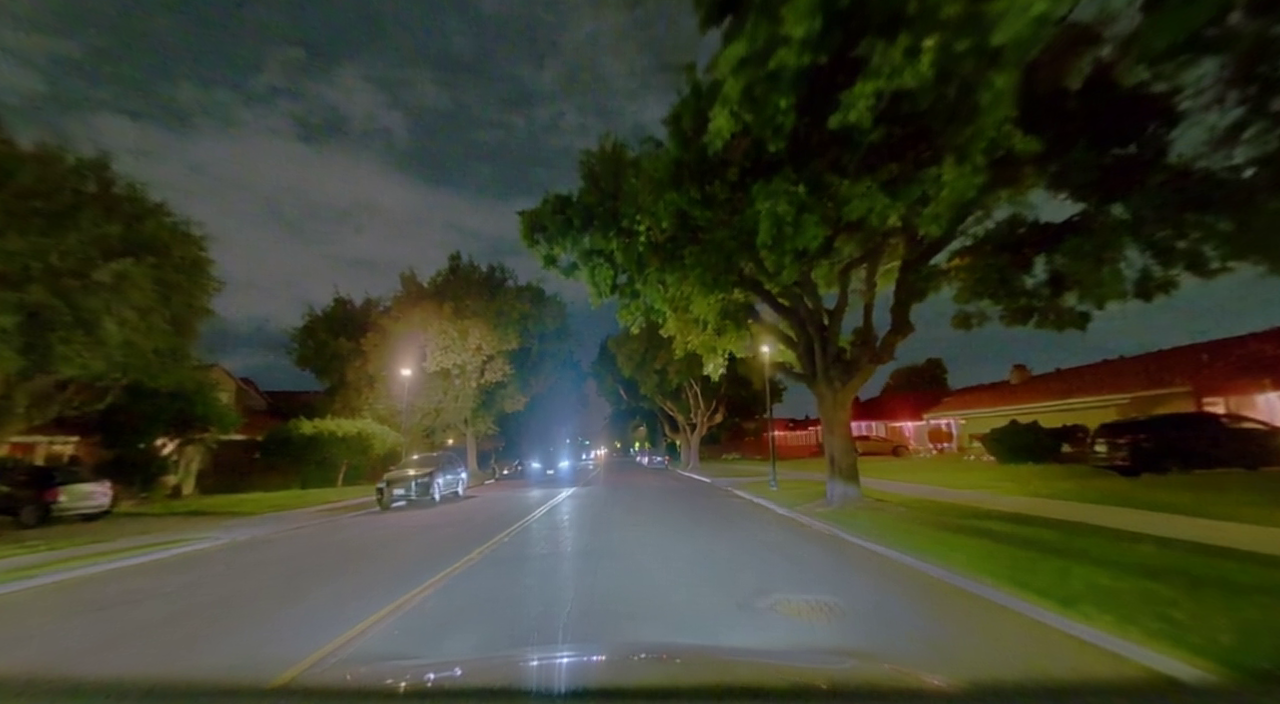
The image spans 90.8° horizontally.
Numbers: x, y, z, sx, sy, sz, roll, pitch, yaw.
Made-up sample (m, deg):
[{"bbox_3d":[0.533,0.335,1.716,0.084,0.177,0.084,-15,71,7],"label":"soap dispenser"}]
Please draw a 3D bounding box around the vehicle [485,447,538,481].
[{"bbox_3d":[-6.841,5.991,34.101,2.033,1.721,4.328,0,-9,-1],"label":"vehicle"}]

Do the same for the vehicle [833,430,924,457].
[{"bbox_3d":[13.049,5.073,34.820,4.370,1.433,1.889,-2,-9,12],"label":"vehicle"}]

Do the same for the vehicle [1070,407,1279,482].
[{"bbox_3d":[12.342,2.023,13.743,4.389,1.480,2.038,-2,-9,10],"label":"vehicle"}]

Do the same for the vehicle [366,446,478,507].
[{"bbox_3d":[-6.635,3.803,19.754,2.031,1.662,4.194,0,-9,-1],"label":"vehicle"}]

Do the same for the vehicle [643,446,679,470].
[{"bbox_3d":[1.374,7.199,42.967,1.996,1.516,4.122,1,-9,-5],"label":"vehicle"}]

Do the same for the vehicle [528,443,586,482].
[{"bbox_3d":[-3.818,5.182,29.868,2.106,1.688,4.392,0,-9,0],"label":"vehicle"}]

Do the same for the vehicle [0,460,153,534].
[{"bbox_3d":[-13.938,3.222,14.378,4.487,1.464,1.889,-2,-9,11],"label":"vehicle"}]
